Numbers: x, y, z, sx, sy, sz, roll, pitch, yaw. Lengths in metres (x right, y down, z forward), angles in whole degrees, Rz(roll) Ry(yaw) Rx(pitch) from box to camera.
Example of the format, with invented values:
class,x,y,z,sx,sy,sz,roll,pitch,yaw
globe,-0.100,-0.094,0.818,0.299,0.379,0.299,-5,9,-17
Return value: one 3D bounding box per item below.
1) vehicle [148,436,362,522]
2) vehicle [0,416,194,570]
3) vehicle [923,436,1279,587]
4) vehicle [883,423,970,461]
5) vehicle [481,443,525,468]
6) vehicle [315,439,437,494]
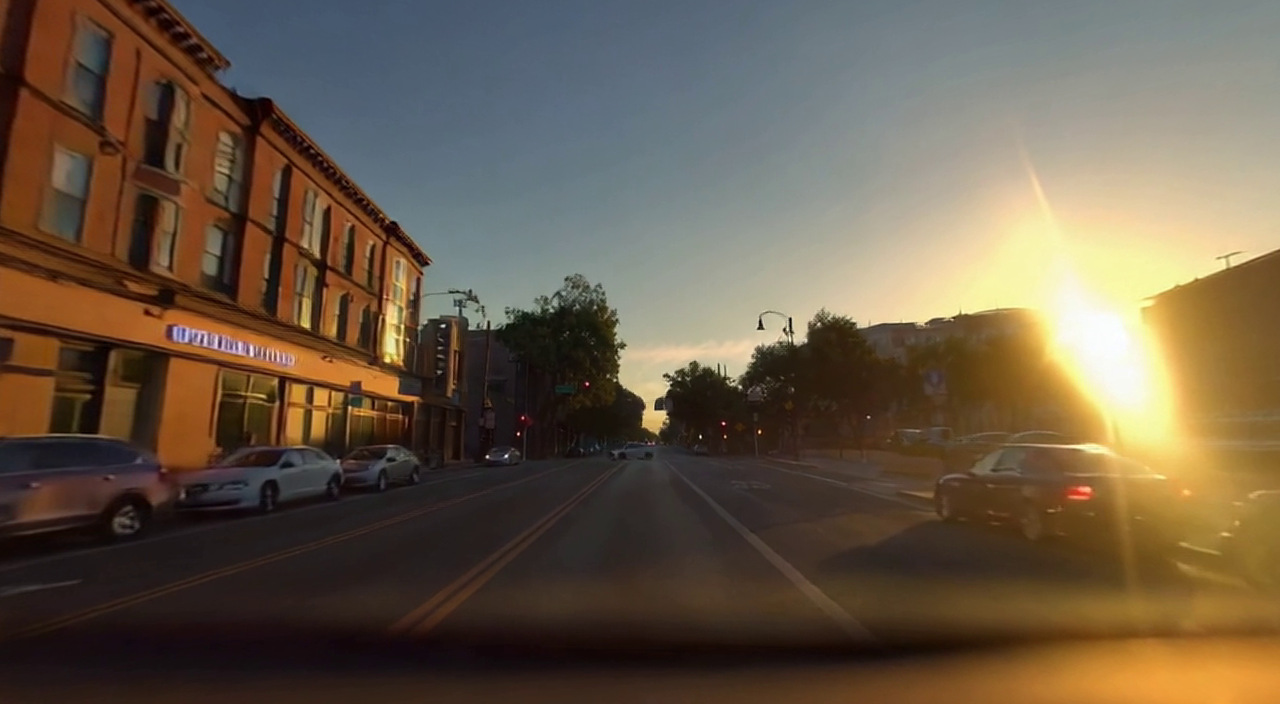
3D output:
class,x,y,z,sx,sy,sz,roll,pitch,yaw
vehicle,-8.940,2.946,15.332,2.004,1.709,4.941,0,-8,1
vehicle,-8.871,1.848,8.487,2.140,1.861,4.801,-1,-9,1
vehicle,6.090,2.039,9.074,1.989,1.571,4.607,0,-8,2
vehicle,15.362,4.886,34.208,2.180,1.848,5.417,0,-8,1
vehicle,-8.902,6.773,41.382,1.908,1.529,4.522,0,-8,-1
vehicle,-8.695,3.784,21.268,1.961,1.627,4.634,0,-8,2
